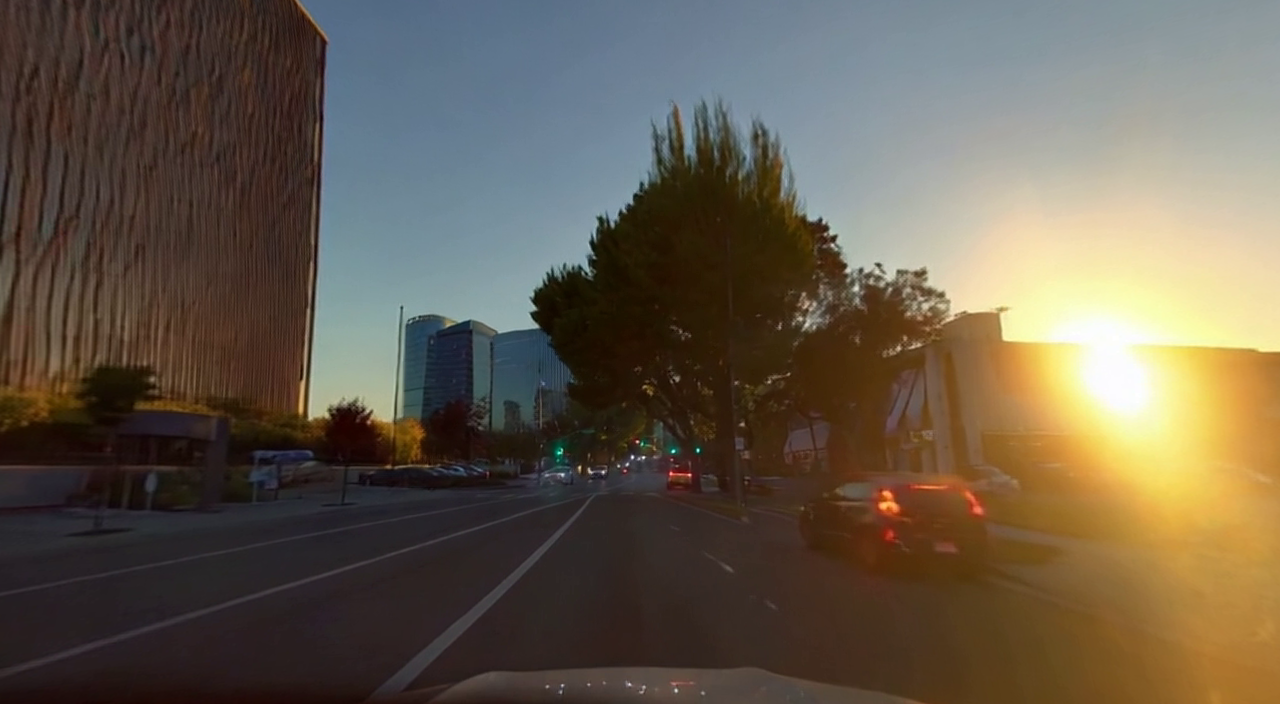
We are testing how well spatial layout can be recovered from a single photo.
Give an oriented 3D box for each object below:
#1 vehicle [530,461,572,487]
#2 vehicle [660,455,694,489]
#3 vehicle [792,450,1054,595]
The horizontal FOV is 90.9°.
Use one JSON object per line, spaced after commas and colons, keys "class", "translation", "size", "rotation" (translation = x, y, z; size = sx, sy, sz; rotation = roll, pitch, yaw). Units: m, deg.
{"class": "vehicle", "translation": [-6.623, 9.151, 47.437], "size": [2.043, 1.778, 4.602], "rotation": [-2, -10, 5]}
{"class": "vehicle", "translation": [2.382, 7.816, 41.196], "size": [2.064, 2.010, 4.791], "rotation": [0, -10, 2]}
{"class": "vehicle", "translation": [3.417, 2.132, 8.518], "size": [1.899, 1.470, 3.666], "rotation": [0, -10, 2]}
